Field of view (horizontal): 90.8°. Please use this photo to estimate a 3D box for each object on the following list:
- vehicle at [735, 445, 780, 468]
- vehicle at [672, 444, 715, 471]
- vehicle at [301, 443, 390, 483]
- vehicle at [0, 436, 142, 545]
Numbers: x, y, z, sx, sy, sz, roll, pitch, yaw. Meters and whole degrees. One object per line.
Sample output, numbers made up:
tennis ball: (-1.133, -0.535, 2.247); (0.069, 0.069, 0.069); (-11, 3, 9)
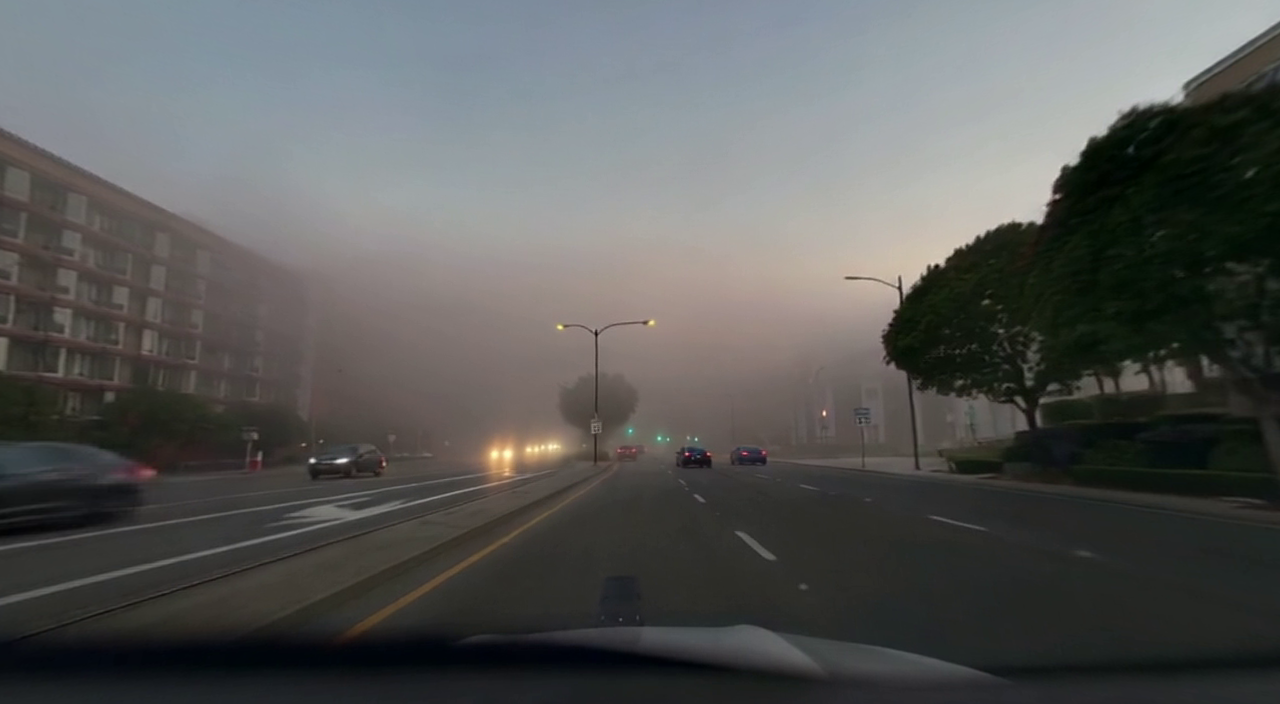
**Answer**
vehicle: (7.561, 6.775, 41.062); (1.932, 1.439, 4.159); (0, -9, -2)
vehicle: (3.184, 6.356, 38.317); (2.020, 1.479, 4.650); (0, -9, -2)
vehicle: (-13.386, 5.064, 29.056); (1.953, 1.688, 4.435); (0, -9, 0)
vehicle: (-10.060, 1.986, 9.055); (2.012, 1.520, 4.645); (0, -9, 1)
